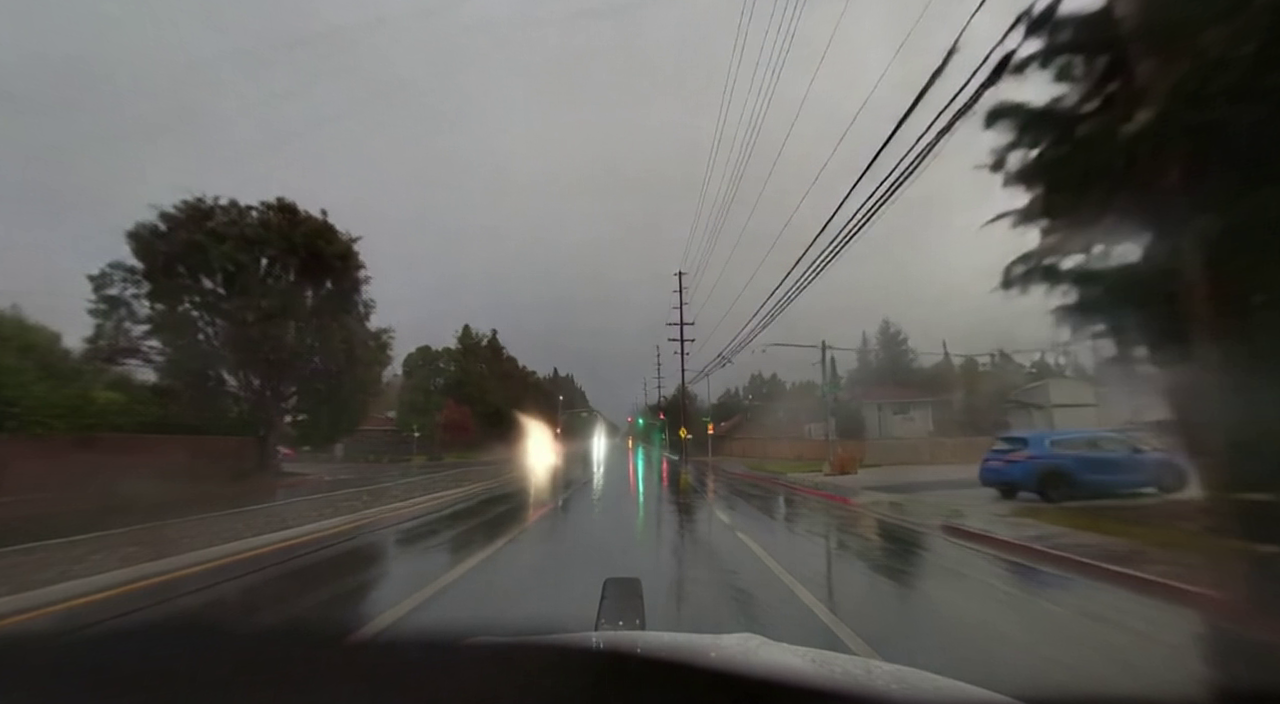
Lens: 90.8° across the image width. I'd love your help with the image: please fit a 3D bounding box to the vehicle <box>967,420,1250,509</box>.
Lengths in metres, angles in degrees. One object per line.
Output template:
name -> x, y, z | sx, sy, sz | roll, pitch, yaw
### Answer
vehicle -> 9.586, 2.310, 13.201 | 4.387, 1.680, 1.958 | 0, -8, -4
